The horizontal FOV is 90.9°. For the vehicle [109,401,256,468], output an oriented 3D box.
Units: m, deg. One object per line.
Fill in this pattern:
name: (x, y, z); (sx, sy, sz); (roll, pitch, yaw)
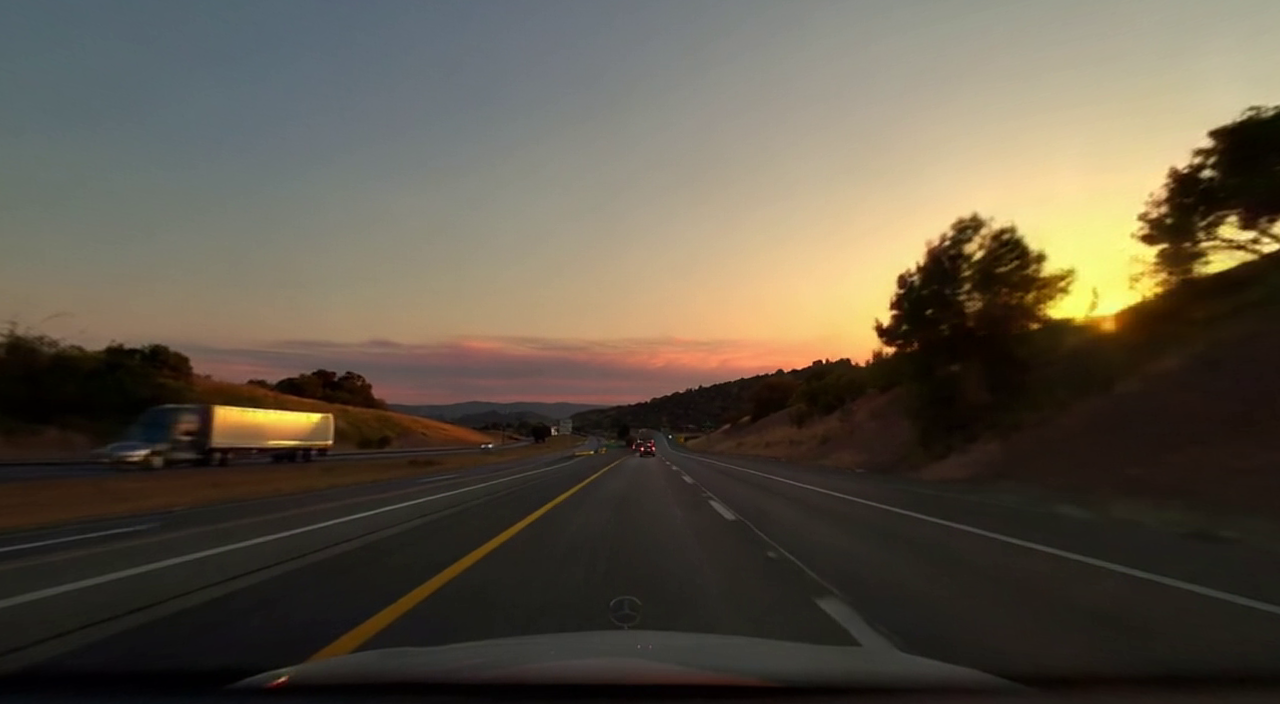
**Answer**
vehicle: (-29.831, 5.538, 41.803); (3.398, 3.998, 8.267); (0, -8, 0)
